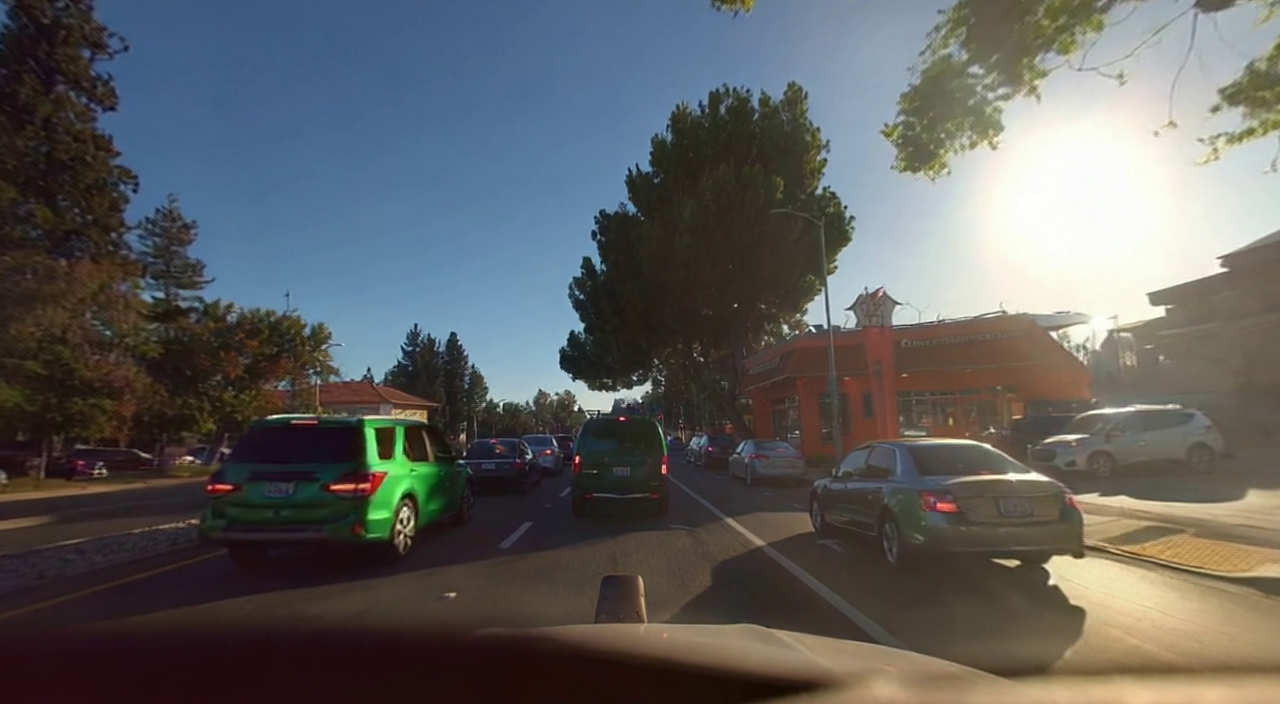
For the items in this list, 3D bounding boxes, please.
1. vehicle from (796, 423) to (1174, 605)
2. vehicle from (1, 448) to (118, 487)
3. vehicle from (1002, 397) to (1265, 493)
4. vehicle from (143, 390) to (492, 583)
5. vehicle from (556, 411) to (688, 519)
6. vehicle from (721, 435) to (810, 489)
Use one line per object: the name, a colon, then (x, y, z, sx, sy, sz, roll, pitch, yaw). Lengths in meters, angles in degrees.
vehicle: (3.376, 1.653, 7.414, 1.900, 1.477, 4.352, 0, -8, -1)
vehicle: (-30.936, 6.154, 33.767, 4.209, 1.733, 1.932, -2, -7, -4)
vehicle: (11.675, 2.281, 15.614, 2.350, 1.929, 4.893, -1, -8, -2)
vehicle: (-3.643, 1.630, 8.396, 2.231, 1.853, 4.461, 0, -9, 0)
vehicle: (-0.347, 2.248, 12.927, 2.238, 1.825, 4.190, 0, -9, -1)
vehicle: (3.859, 3.451, 20.186, 1.875, 1.521, 4.192, 0, -8, -1)
